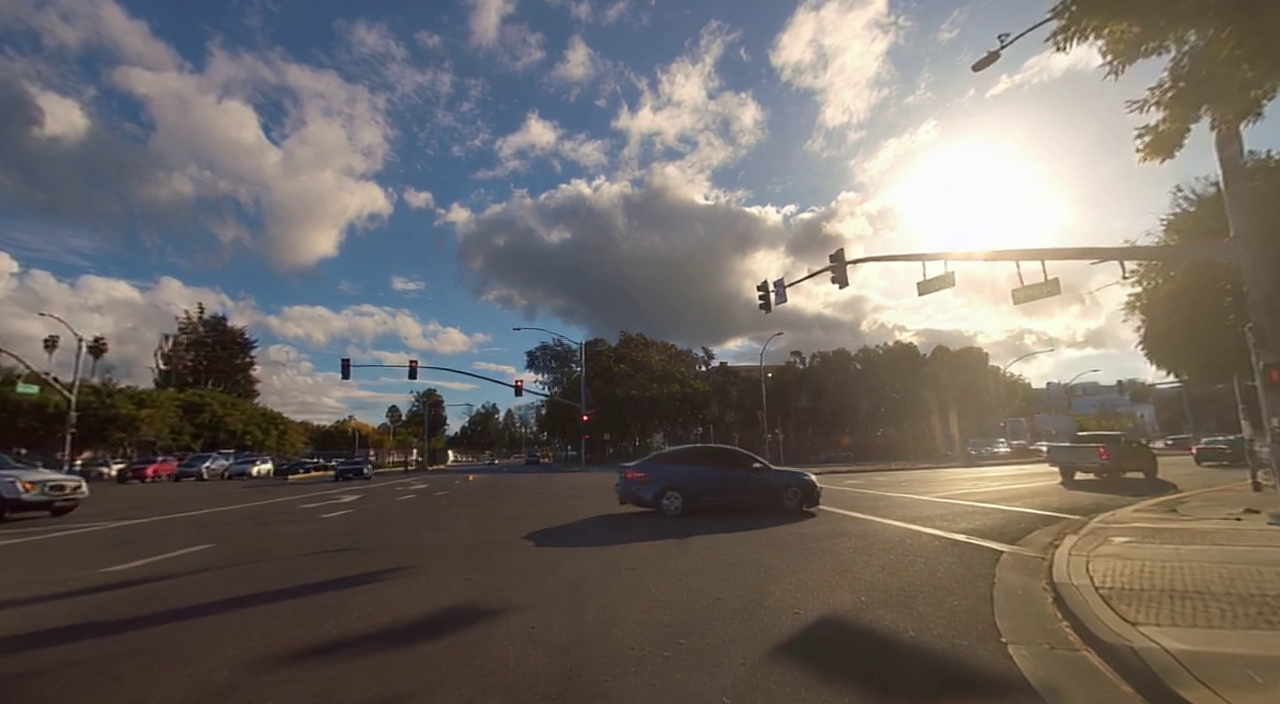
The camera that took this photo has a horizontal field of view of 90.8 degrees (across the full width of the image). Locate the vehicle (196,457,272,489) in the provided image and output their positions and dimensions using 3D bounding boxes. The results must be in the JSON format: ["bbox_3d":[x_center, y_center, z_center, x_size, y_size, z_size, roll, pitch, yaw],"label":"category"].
[{"bbox_3d":[-23.362,6.935,36.562,2.020,1.615,4.656,1,-9,-11],"label":"vehicle"}]

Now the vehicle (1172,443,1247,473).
[{"bbox_3d":[29.573,5.450,32.737,4.728,1.471,1.957,6,-11,-38],"label":"vehicle"}]

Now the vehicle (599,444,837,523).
[{"bbox_3d":[1.615,2.758,13.746,4.702,1.468,1.999,2,-9,-14],"label":"vehicle"}]

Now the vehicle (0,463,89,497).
[{"bbox_3d":[-30.054,6.317,31.356,1.965,1.448,4.553,1,-9,-11],"label":"vehicle"}]

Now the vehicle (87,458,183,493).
[{"bbox_3d":[-26.723,6.514,33.655,2.081,1.670,4.376,1,-9,-11],"label":"vehicle"}]

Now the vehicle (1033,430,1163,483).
[{"bbox_3d":[18.675,4.191,25.677,5.896,1.937,2.358,6,-11,-35],"label":"vehicle"}]
